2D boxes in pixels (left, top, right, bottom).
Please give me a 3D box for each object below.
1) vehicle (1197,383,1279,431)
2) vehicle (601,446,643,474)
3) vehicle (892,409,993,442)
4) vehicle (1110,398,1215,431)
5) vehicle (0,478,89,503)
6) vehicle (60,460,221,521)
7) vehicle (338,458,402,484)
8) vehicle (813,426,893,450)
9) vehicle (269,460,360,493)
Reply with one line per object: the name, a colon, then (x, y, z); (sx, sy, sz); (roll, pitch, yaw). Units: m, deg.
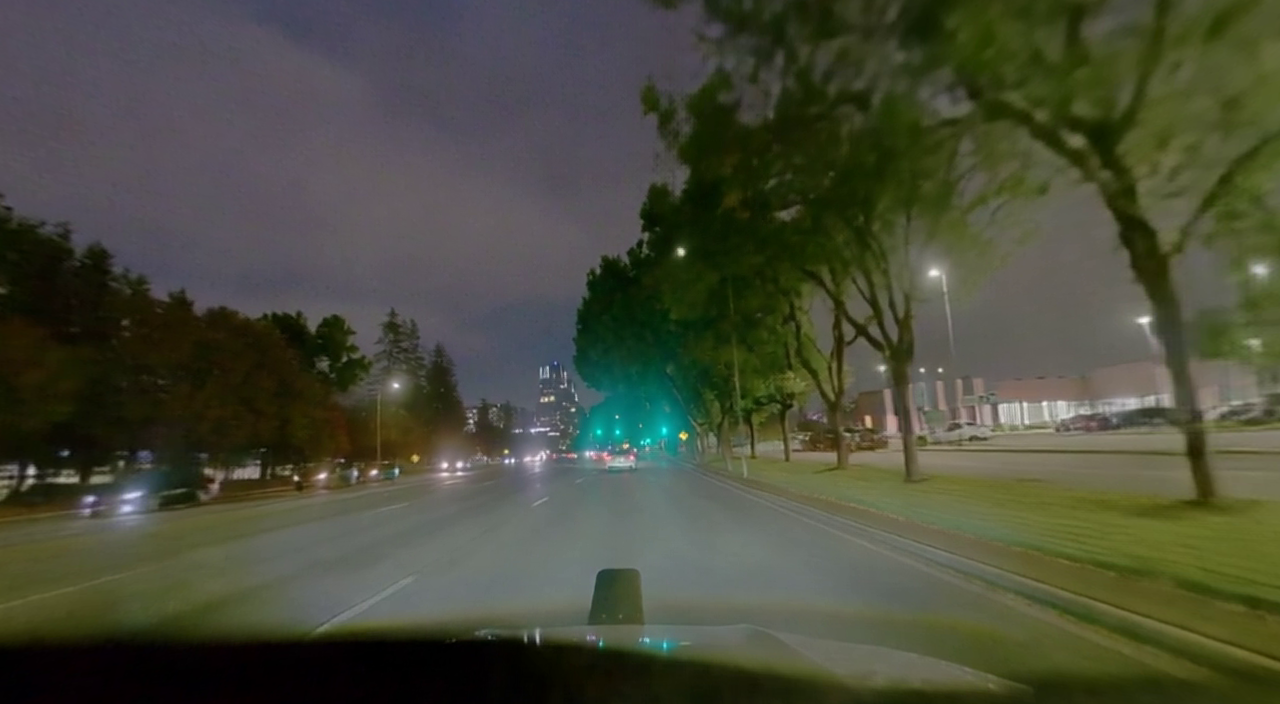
vehicle: (22.044, 1.910, 21.751); (1.870, 1.470, 4.436); (-1, -8, 3)
vehicle: (-0.957, 6.198, 36.625); (2.235, 1.500, 4.420); (0, -8, 1)
vehicle: (15.072, 3.713, 31.598); (3.956, 1.504, 2.170); (2, -9, -9)
vehicle: (28.821, 3.540, 35.085); (1.857, 1.615, 4.839); (0, -8, 2)
vehicle: (-39.330, 9.056, 41.464); (4.429, 1.486, 1.942); (0, -8, -1)
vehicle: (-16.993, 4.681, 21.865); (2.016, 1.598, 4.545); (-3, -8, -2)
vehicle: (-17.071, 7.530, 40.219); (1.985, 1.471, 4.797); (0, -8, 0)
vehicle: (13.162, 5.353, 39.187); (4.144, 1.407, 2.201); (0, -8, -2)
vehicle: (-16.563, 6.339, 32.463); (2.058, 1.459, 4.704); (0, -8, 1)
